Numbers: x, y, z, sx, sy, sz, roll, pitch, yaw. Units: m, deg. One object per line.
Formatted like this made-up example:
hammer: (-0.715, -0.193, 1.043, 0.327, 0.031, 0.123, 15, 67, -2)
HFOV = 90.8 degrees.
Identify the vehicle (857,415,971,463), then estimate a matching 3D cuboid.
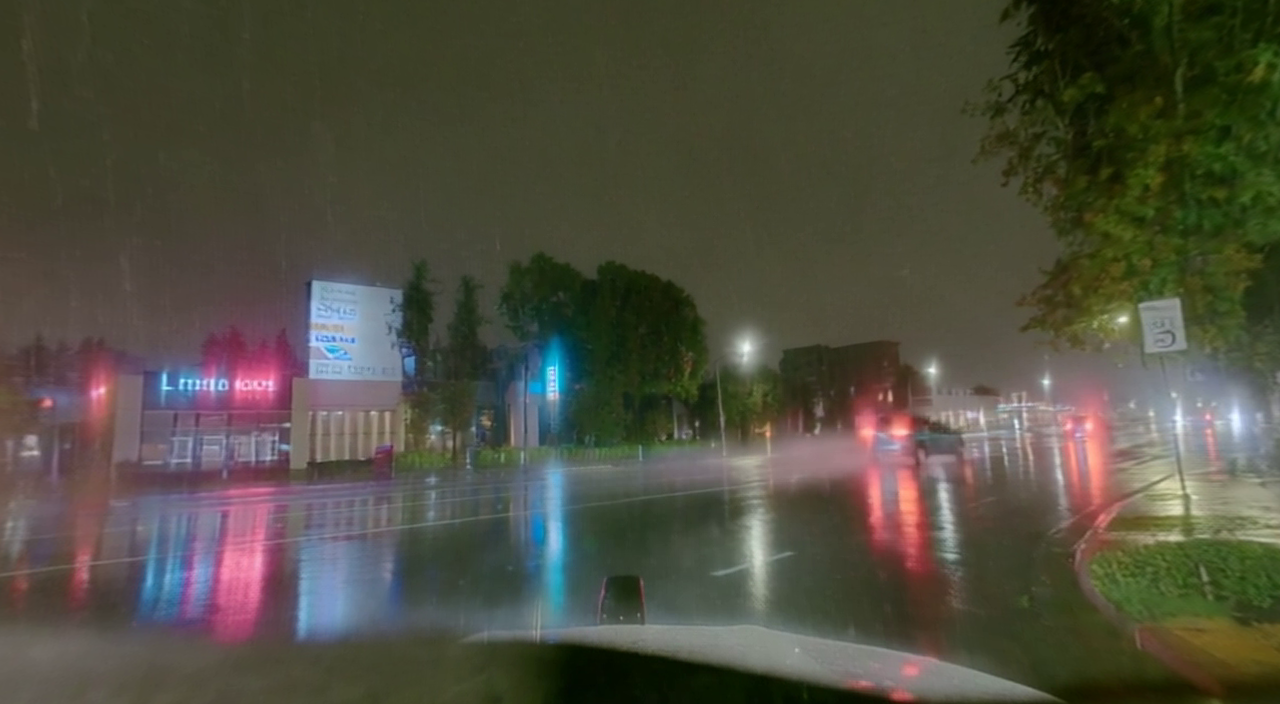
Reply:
vehicle: (9.774, 3.095, 22.415, 4.182, 1.536, 1.885, 7, -11, -39)

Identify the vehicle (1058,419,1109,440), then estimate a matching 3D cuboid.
vehicle: (33.152, 5.817, 47.198, 4.442, 1.458, 1.902, 7, -11, -40)
